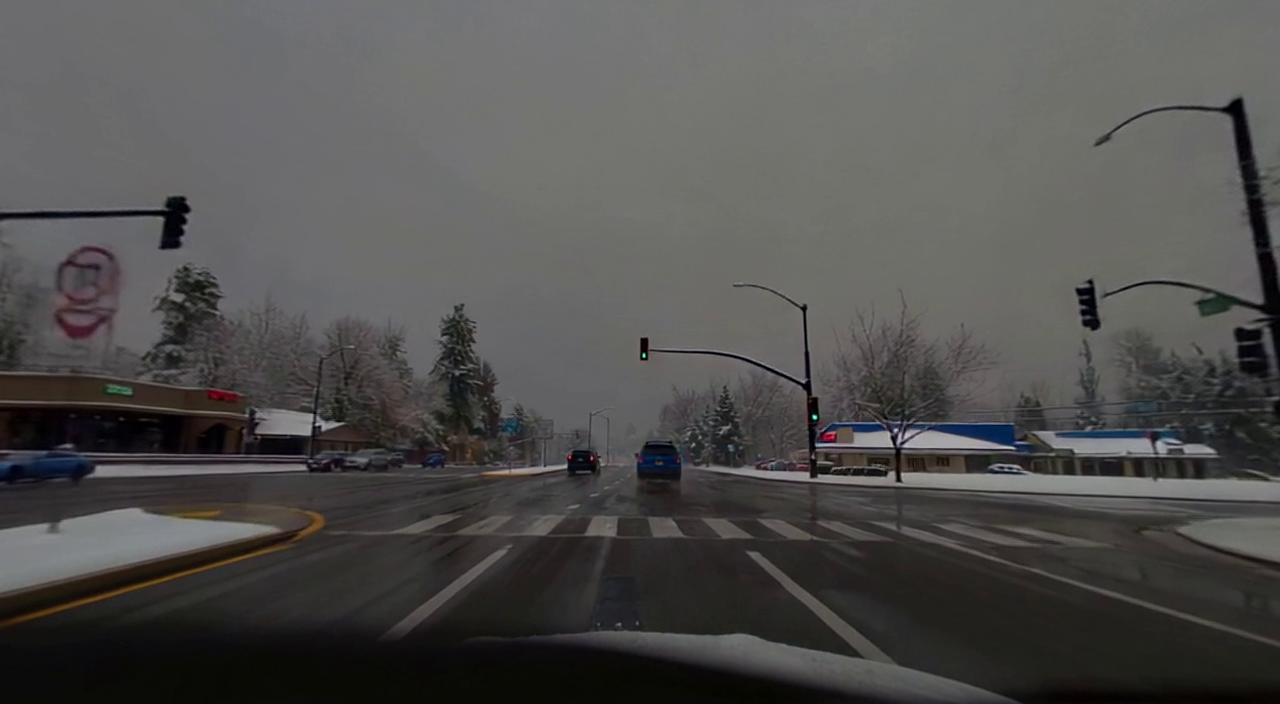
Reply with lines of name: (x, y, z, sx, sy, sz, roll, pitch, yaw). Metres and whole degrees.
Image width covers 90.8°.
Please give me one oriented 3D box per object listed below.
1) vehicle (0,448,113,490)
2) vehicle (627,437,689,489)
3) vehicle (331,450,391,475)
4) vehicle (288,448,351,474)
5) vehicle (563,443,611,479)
vehicle: (-24.544, 4.658, 25.558, 2.030, 1.522, 5.068, 0, -9, 0)
vehicle: (0.683, 4.480, 25.838, 2.273, 1.909, 5.075, 0, -9, 0)
vehicle: (-19.379, 7.656, 44.143, 1.948, 1.586, 4.962, 0, -9, 0)
vehicle: (-24.728, 8.419, 49.005, 2.182, 1.906, 5.364, 0, -9, -1)
vehicle: (-2.875, 6.030, 35.235, 2.202, 1.856, 4.516, 0, -9, 1)
